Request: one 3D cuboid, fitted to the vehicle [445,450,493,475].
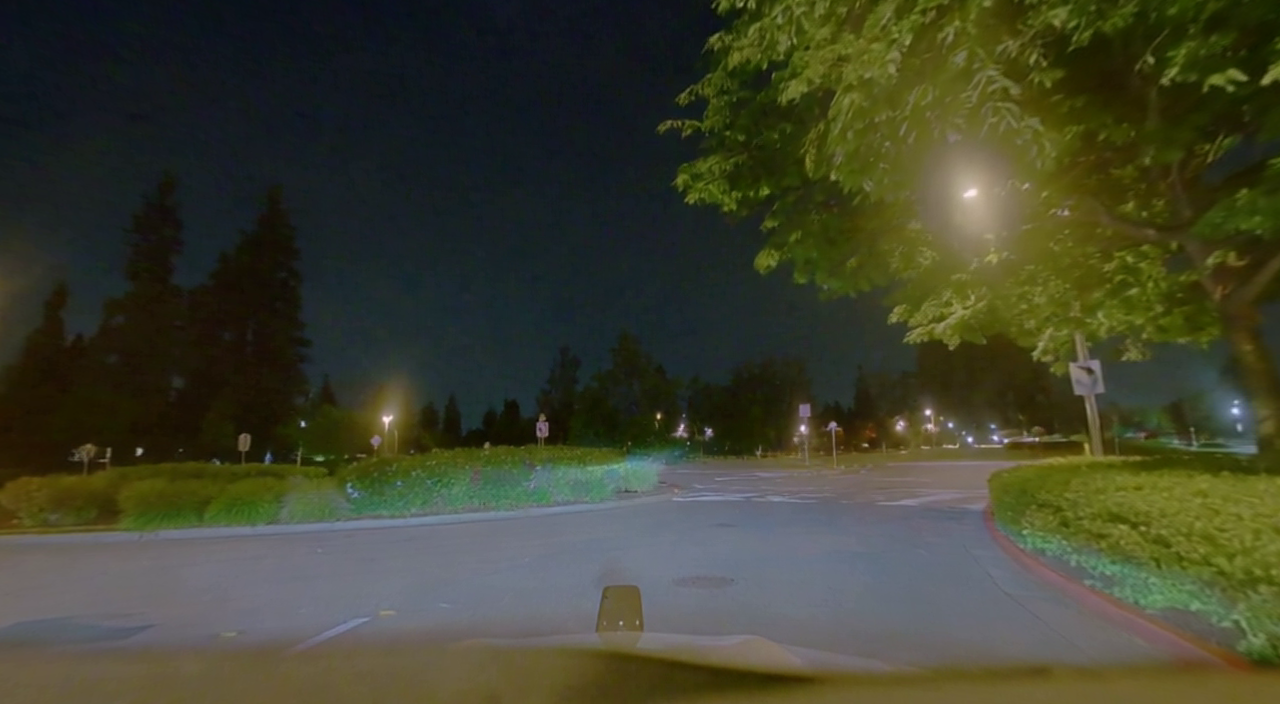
[{"bbox_3d":[-12.714,8.151,46.806,2.019,1.672,4.490,5,-10,-35],"label":"vehicle"}]
